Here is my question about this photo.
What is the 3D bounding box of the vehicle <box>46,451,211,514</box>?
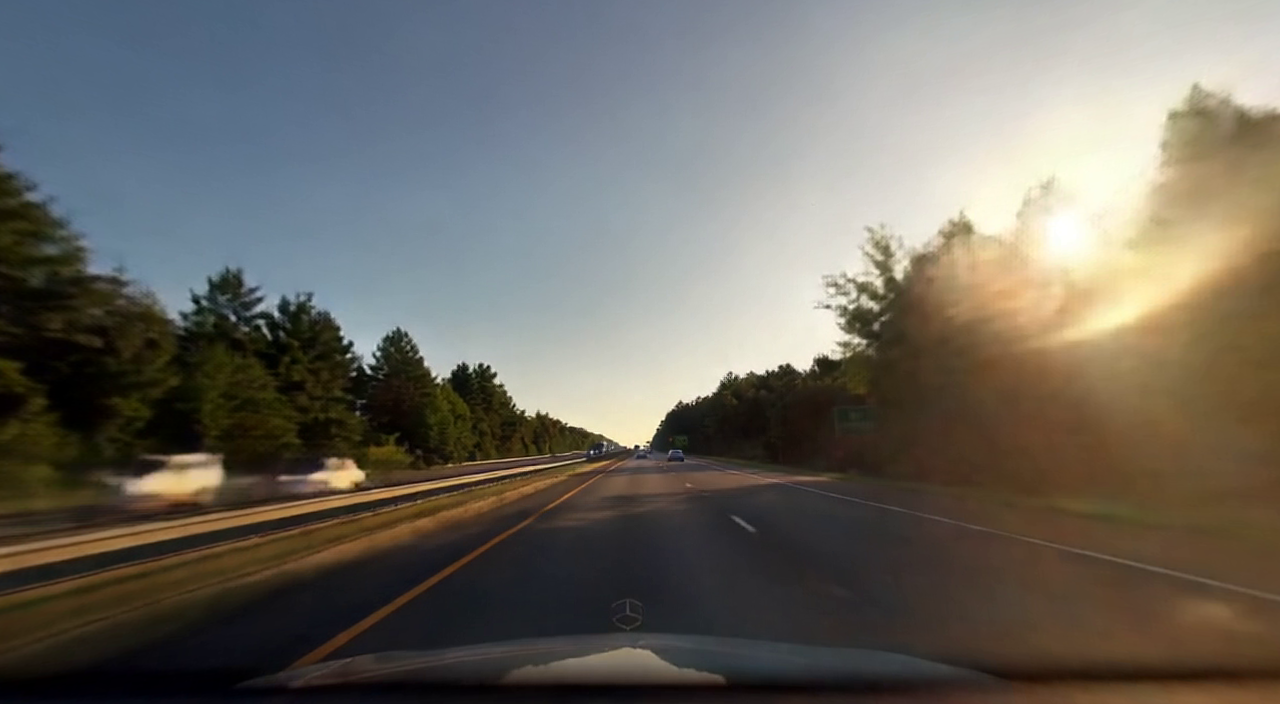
[{"bbox_3d":[-16.687,4.222,20.917,1.864,1.845,4.249,0,-9,0],"label":"vehicle"}]

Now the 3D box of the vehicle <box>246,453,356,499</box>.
[{"bbox_3d":[-12.888,4.714,24.305,1.934,1.588,4.100,0,-9,0],"label":"vehicle"}]
